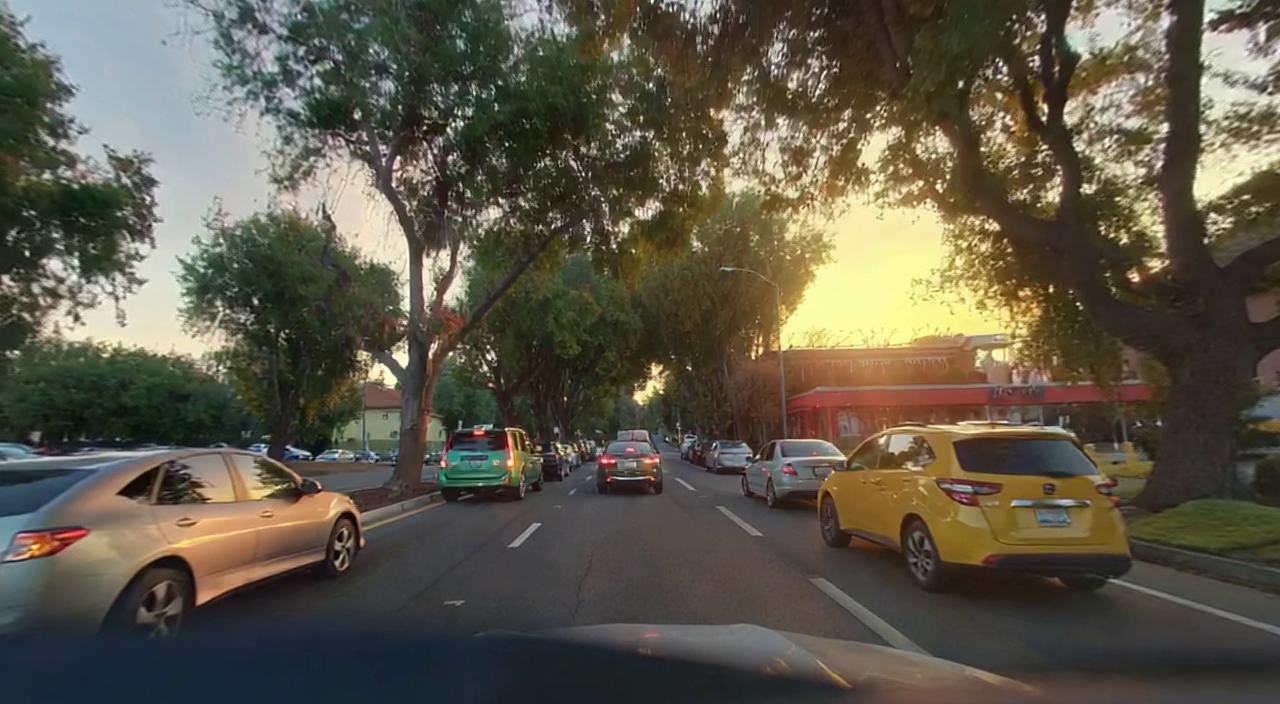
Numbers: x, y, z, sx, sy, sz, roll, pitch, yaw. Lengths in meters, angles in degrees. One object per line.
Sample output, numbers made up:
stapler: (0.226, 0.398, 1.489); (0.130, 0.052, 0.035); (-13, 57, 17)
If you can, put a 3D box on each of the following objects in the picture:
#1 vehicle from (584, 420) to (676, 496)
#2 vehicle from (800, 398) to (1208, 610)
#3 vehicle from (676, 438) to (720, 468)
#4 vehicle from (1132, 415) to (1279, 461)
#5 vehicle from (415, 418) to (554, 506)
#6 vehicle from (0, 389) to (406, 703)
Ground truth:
vehicle: (-0.291, 2.897, 17.525); (2.238, 1.825, 4.190); (0, -8, -1)
vehicle: (3.455, 1.528, 7.240); (2.047, 1.671, 4.267); (0, -9, -1)
vehicle: (3.052, 5.402, 33.986); (1.903, 1.529, 3.649); (0, -9, -2)
vehicle: (22.078, 3.350, 24.482); (2.139, 1.540, 4.770); (-1, -8, 0)
vehicle: (-3.604, 2.662, 15.656); (2.231, 1.853, 4.461); (0, -9, 1)
vehicle: (-3.694, 1.249, 4.903); (2.051, 1.522, 4.509); (0, -8, -1)
